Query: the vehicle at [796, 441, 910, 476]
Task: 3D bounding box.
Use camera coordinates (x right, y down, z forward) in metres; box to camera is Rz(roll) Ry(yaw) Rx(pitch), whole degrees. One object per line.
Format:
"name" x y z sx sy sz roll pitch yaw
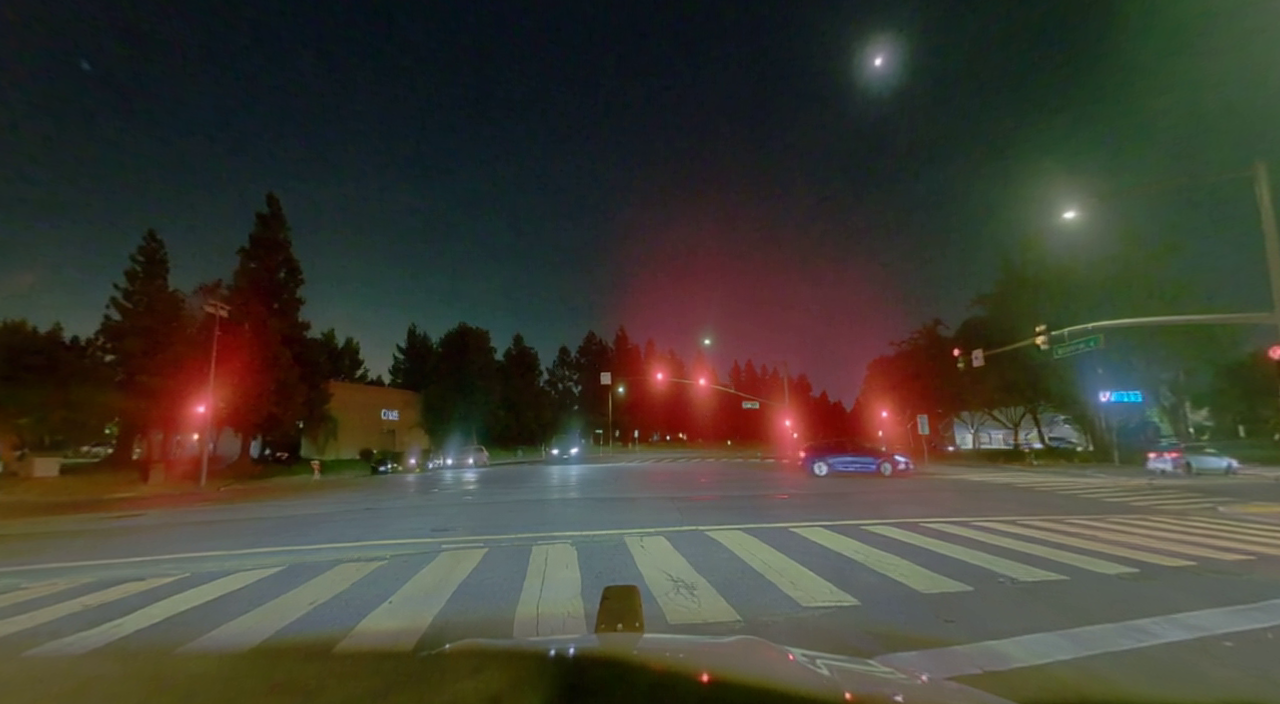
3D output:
"vehicle" 9.521 4.805 28.612 4.658 1.478 1.946 -2 -9 15

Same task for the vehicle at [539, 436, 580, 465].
"vehicle" -5.529 6.865 44.186 2.289 1.927 5.667 0 -8 -2

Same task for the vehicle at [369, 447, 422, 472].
"vehicle" -16.249 7.131 42.242 1.883 1.586 4.297 0 -9 -1

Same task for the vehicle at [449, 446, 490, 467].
"vehicle" -12.611 7.761 47.089 1.946 1.474 4.008 0 -9 0

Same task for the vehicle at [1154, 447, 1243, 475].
"vehicle" 31.608 6.119 35.741 4.522 1.460 2.097 4 -10 -26

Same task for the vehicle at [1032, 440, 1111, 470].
"vehicle" 26.347 6.264 38.558 4.541 1.731 2.007 5 -10 -28
